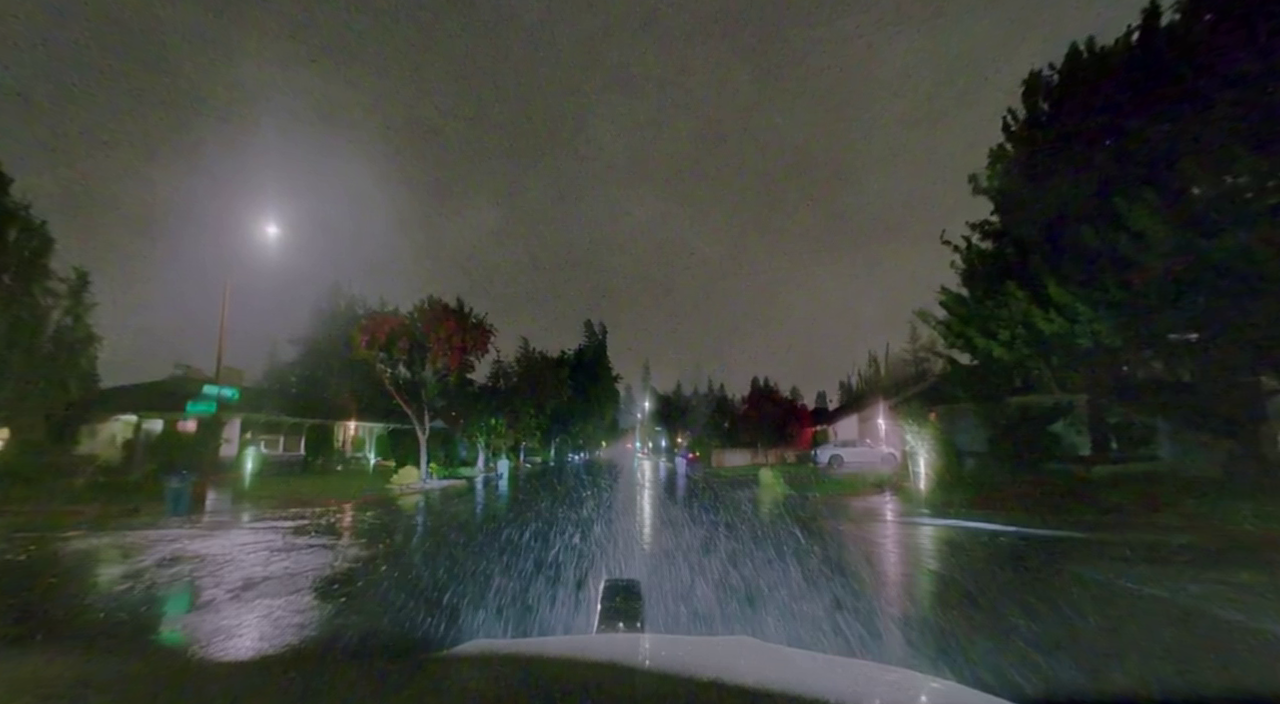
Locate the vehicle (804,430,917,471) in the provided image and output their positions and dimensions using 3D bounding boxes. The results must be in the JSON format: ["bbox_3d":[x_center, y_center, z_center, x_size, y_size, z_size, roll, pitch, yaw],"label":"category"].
[{"bbox_3d":[11.133,5.022,32.144,4.894,1.616,1.965,-5,-9,1],"label":"vehicle"}]
